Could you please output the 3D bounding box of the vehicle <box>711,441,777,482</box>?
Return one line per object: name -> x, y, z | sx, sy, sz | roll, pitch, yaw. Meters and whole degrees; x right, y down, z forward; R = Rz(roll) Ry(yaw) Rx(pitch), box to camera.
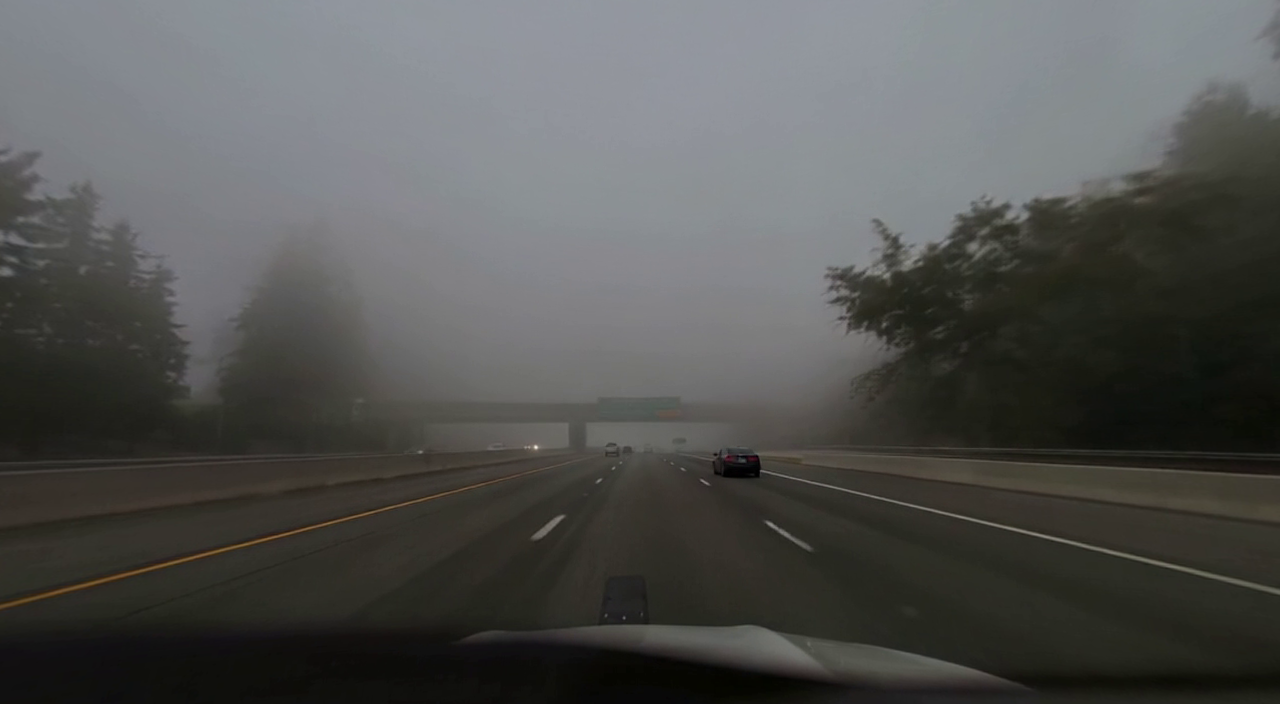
vehicle -> 4.096, 4.375, 25.582 | 1.908, 1.483, 4.259 | 0, -8, -1
